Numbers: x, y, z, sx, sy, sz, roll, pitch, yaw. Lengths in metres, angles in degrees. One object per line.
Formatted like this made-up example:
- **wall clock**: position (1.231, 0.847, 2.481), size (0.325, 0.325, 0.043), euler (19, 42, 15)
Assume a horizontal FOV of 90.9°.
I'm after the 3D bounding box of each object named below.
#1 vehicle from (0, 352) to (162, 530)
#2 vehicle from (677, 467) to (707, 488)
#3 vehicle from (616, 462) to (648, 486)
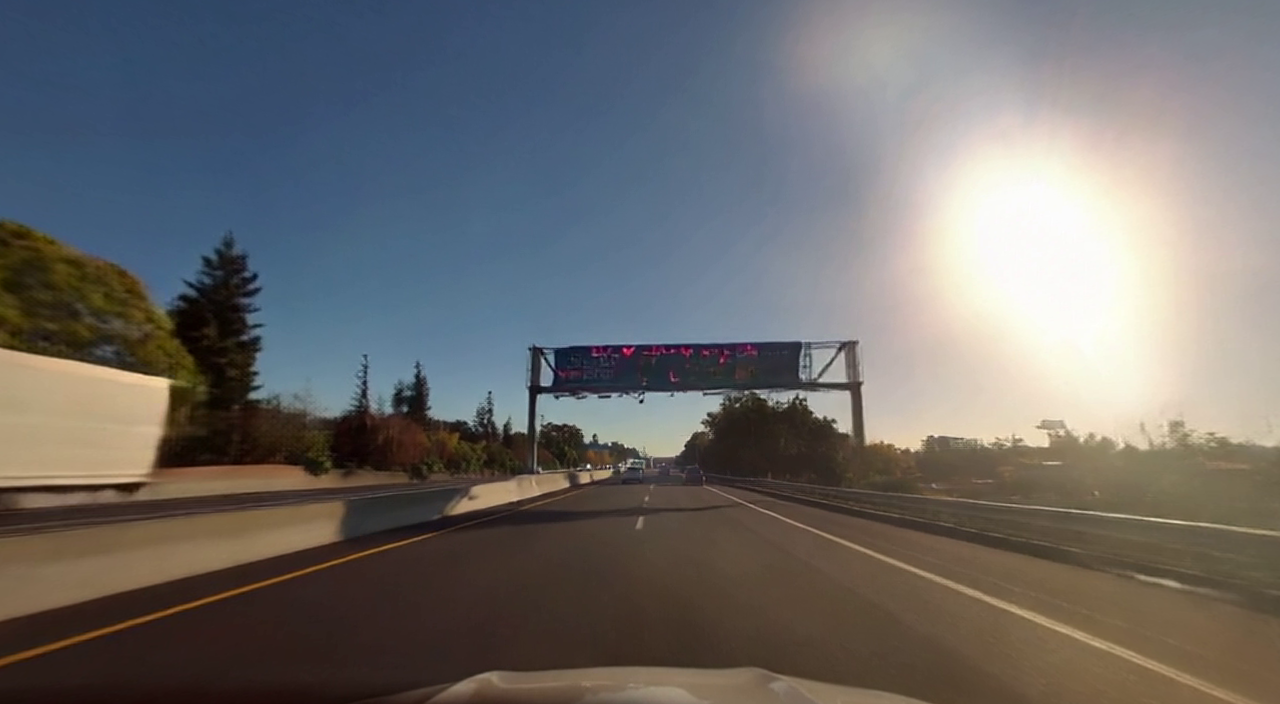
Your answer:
- **vehicle**: position (-15.663, 1.350, 10.685), size (2.896, 3.861, 14.932), euler (1, -11, 2)
- **vehicle**: position (3.931, 9.543, 48.026), size (1.937, 1.467, 4.061), euler (1, -10, 1)
- **vehicle**: position (-0.524, 9.409, 48.572), size (2.160, 1.721, 4.368), euler (0, -11, 3)
